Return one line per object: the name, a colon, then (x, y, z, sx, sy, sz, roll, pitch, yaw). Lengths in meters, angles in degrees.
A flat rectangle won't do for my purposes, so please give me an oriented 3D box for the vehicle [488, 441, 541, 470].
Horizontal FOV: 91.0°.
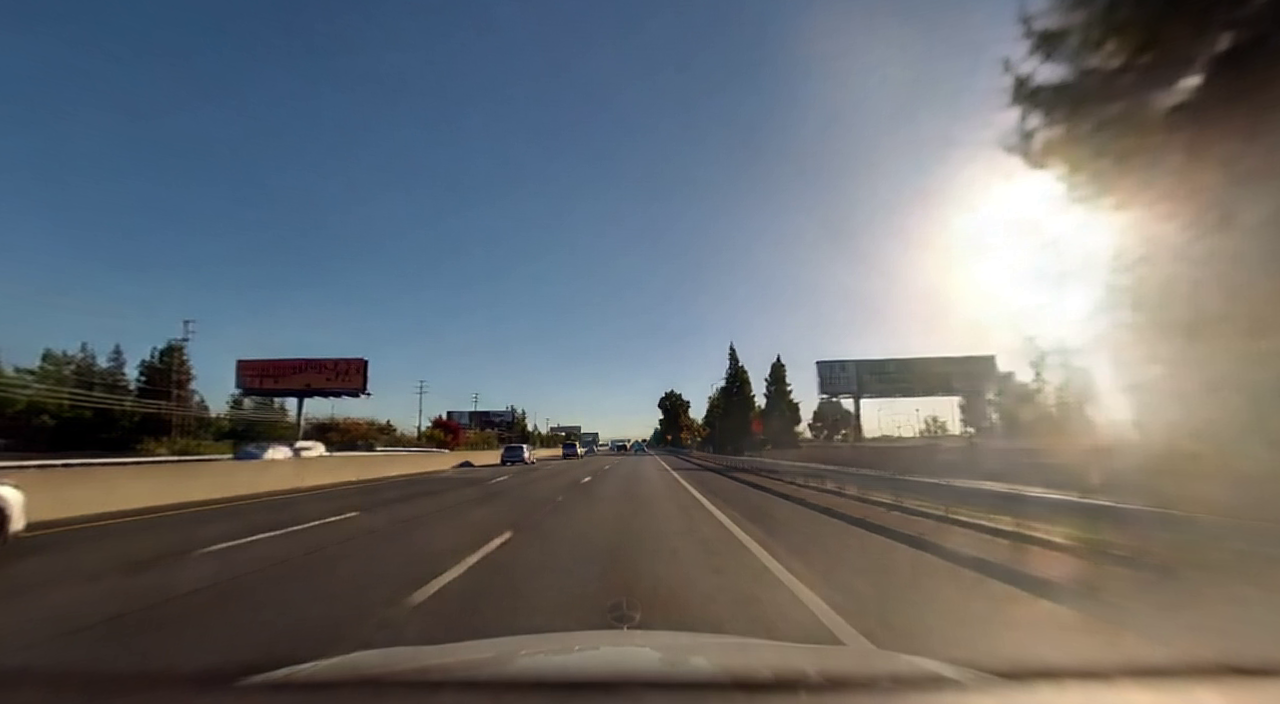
vehicle: (-7.078, 5.904, 36.024, 2.008, 1.520, 4.731, 0, -9, 1)
